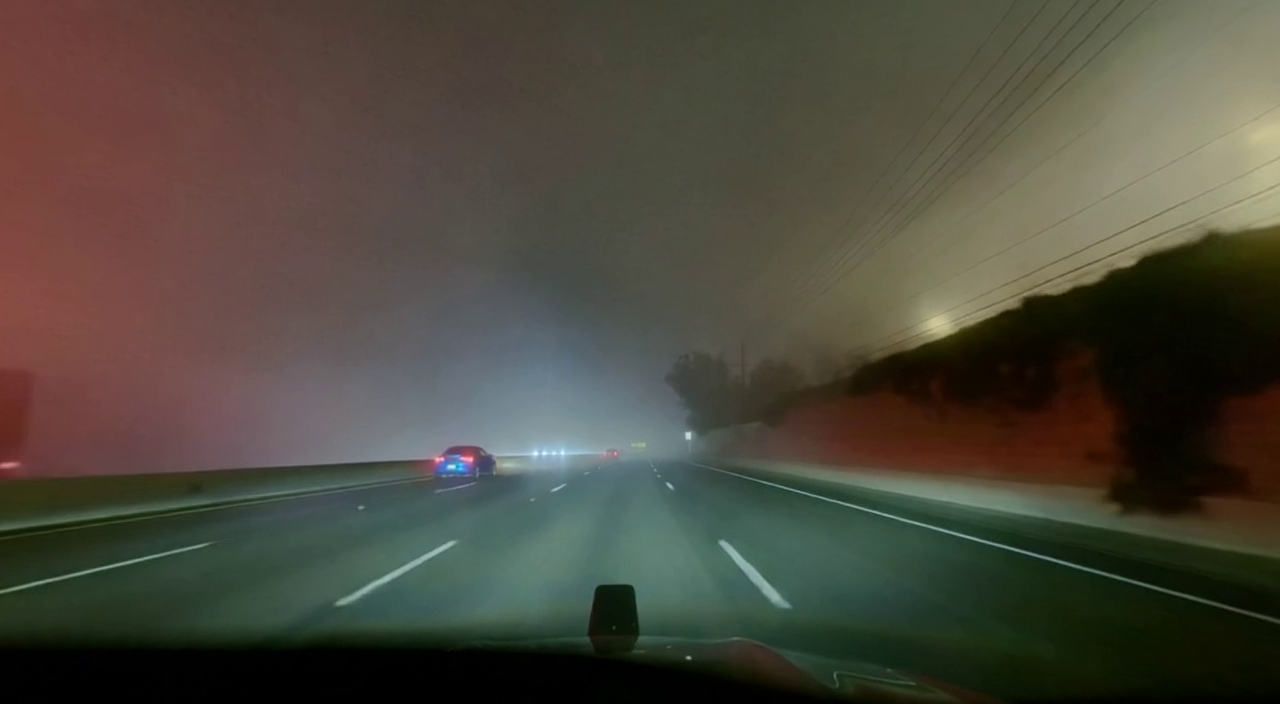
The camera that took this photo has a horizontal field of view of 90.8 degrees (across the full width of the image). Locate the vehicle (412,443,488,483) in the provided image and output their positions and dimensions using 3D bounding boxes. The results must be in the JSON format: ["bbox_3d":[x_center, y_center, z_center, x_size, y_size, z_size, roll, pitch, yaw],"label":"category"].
[{"bbox_3d":[-8.055,4.702,27.136,2.013,1.574,3.923,0,-8,0],"label":"vehicle"}]
